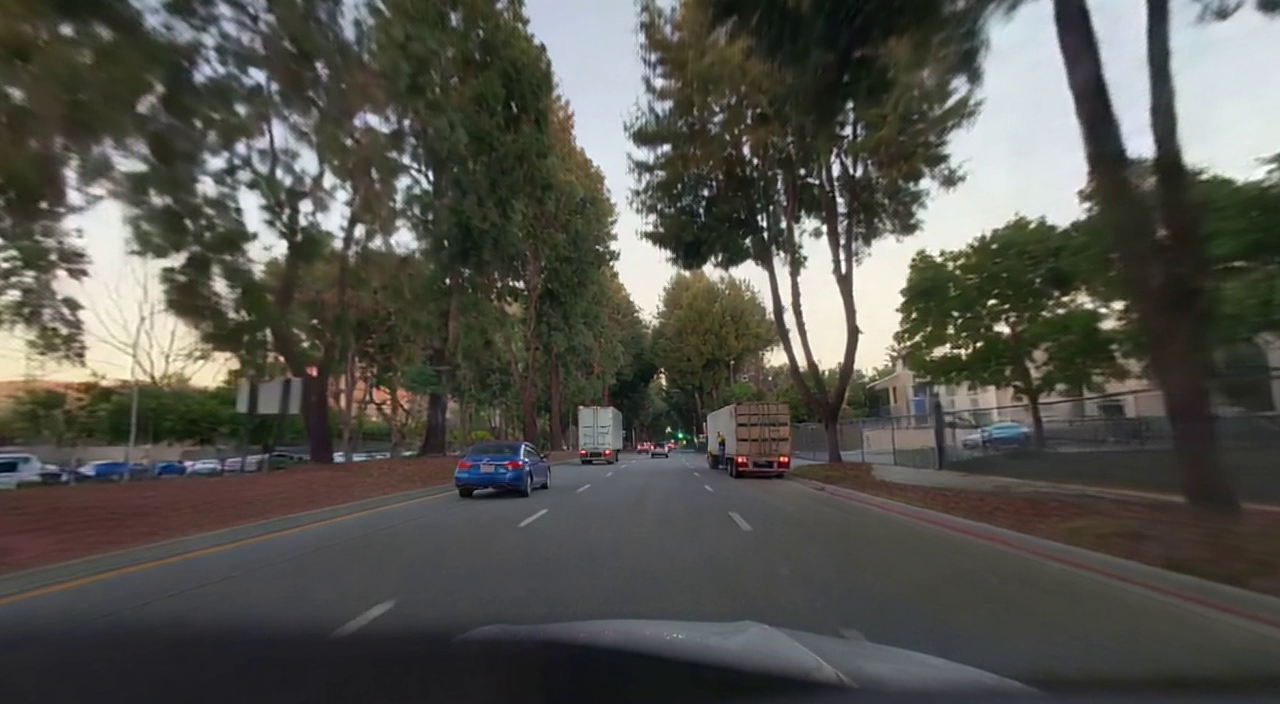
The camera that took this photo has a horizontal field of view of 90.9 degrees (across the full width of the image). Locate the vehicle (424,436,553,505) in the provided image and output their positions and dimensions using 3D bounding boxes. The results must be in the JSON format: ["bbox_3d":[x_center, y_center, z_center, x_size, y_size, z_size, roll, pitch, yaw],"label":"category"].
[{"bbox_3d":[-3.596,2.892,15.922,2.005,1.462,4.345,-1,-8,3],"label":"vehicle"}]

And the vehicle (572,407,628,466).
[{"bbox_3d":[-2.333,5.368,39.650,2.746,3.276,8.572,0,-8,1],"label":"vehicle"}]

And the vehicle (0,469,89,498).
[{"bbox_3d":[-34.099,7.425,35.654,4.356,1.457,1.759,-1,-8,5],"label":"vehicle"}]
